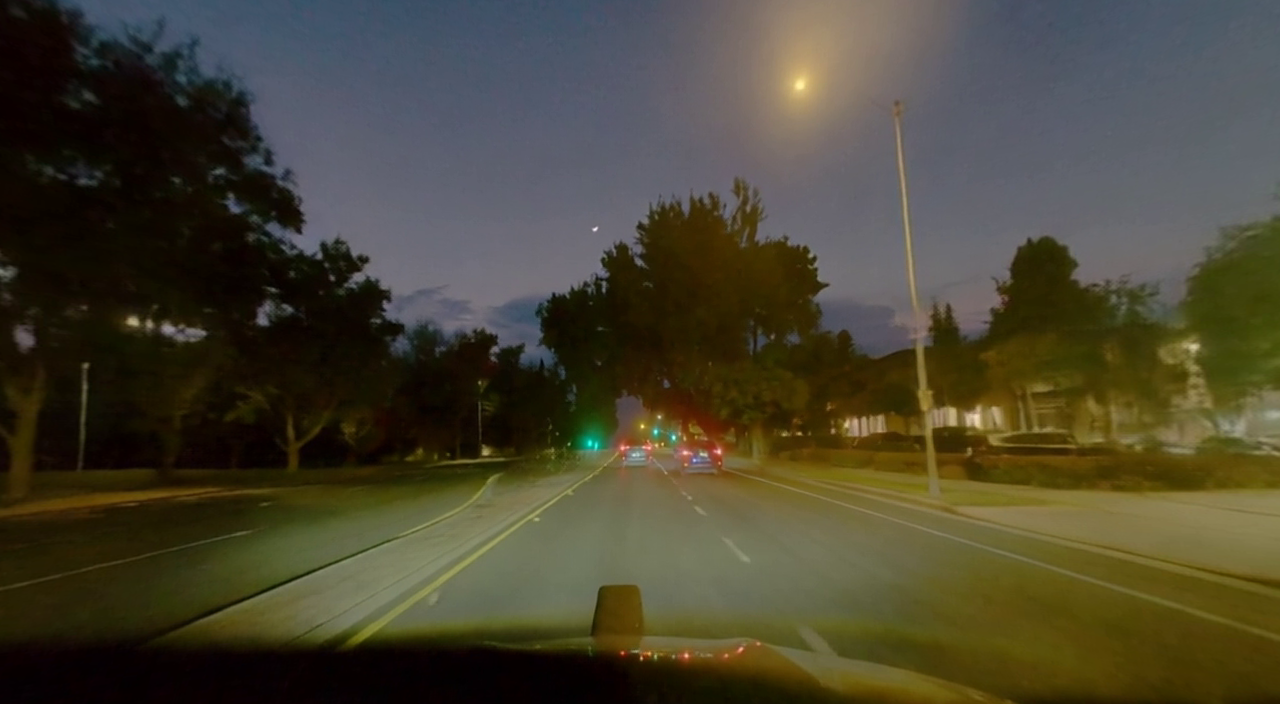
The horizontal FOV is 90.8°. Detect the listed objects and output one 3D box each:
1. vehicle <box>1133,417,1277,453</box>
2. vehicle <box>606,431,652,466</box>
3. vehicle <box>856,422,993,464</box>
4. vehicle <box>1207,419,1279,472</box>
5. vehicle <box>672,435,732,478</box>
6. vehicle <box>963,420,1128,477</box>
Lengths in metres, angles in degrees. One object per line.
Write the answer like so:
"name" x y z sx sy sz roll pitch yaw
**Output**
"vehicle" 27.113 4.042 30.529 4.654 1.551 1.829 -5 -10 20
"vehicle" -0.661 5.638 36.971 2.488 1.881 4.814 1 -8 -1
"vehicle" 11.334 3.661 25.371 4.557 1.509 1.971 -8 -11 43
"vehicle" 19.152 2.885 19.501 4.511 1.451 1.932 8 -11 -43
"vehicle" 2.491 4.318 26.413 2.003 1.614 4.072 0 -8 -1
"vehicle" 11.328 2.692 17.789 1.799 1.431 3.486 8 -11 -43
